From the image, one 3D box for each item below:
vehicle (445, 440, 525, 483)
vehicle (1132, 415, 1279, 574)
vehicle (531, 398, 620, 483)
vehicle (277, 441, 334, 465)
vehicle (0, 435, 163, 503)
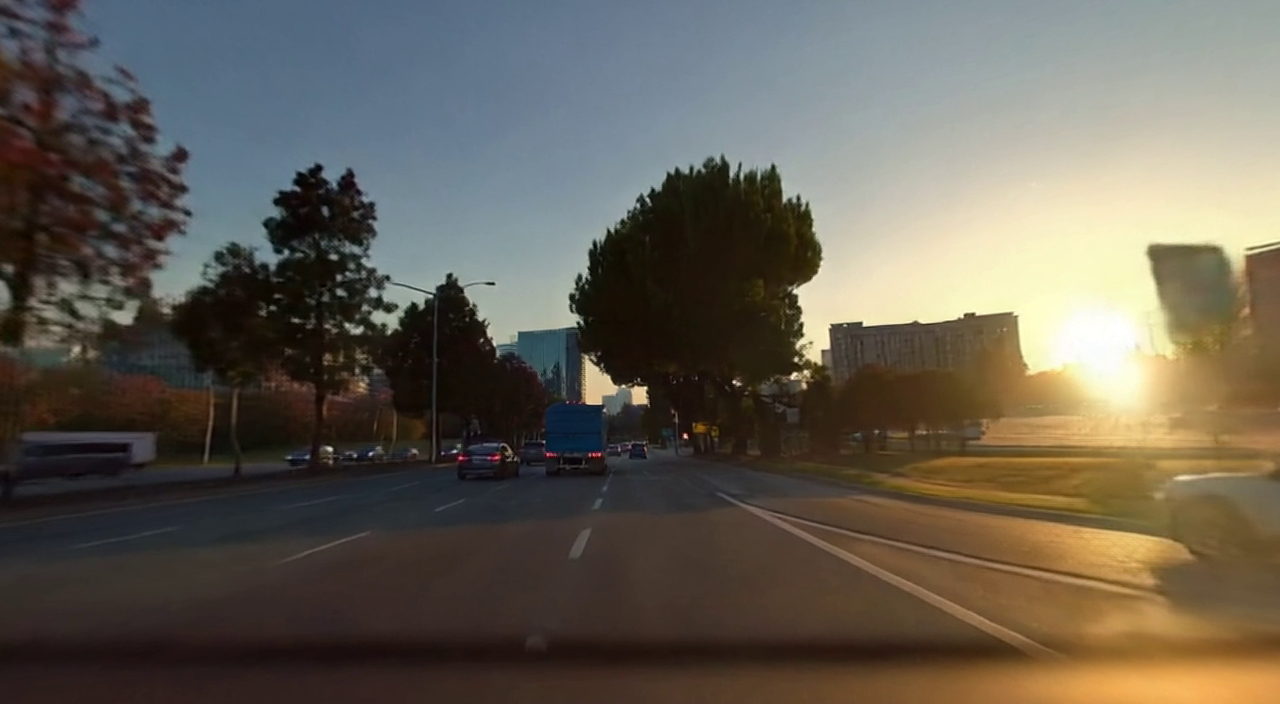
[{"bbox_3d":[-5.787,4.120,23.964,2.023,1.483,4.143,0,-9,-1],"label":"vehicle"},{"bbox_3d":[8.349,1.466,6.339,2.140,1.685,4.720,5,-10,-30],"label":"vehicle"},{"bbox_3d":[-2.451,3.712,26.235,2.993,3.051,6.692,0,-9,0],"label":"vehicle"},{"bbox_3d":[-25.846,7.826,48.694,1.937,1.706,4.617,0,-9,0],"label":"vehicle"},{"bbox_3d":[-15.272,3.001,16.512,2.026,1.523,4.584,0,-9,-4],"label":"vehicle"}]
